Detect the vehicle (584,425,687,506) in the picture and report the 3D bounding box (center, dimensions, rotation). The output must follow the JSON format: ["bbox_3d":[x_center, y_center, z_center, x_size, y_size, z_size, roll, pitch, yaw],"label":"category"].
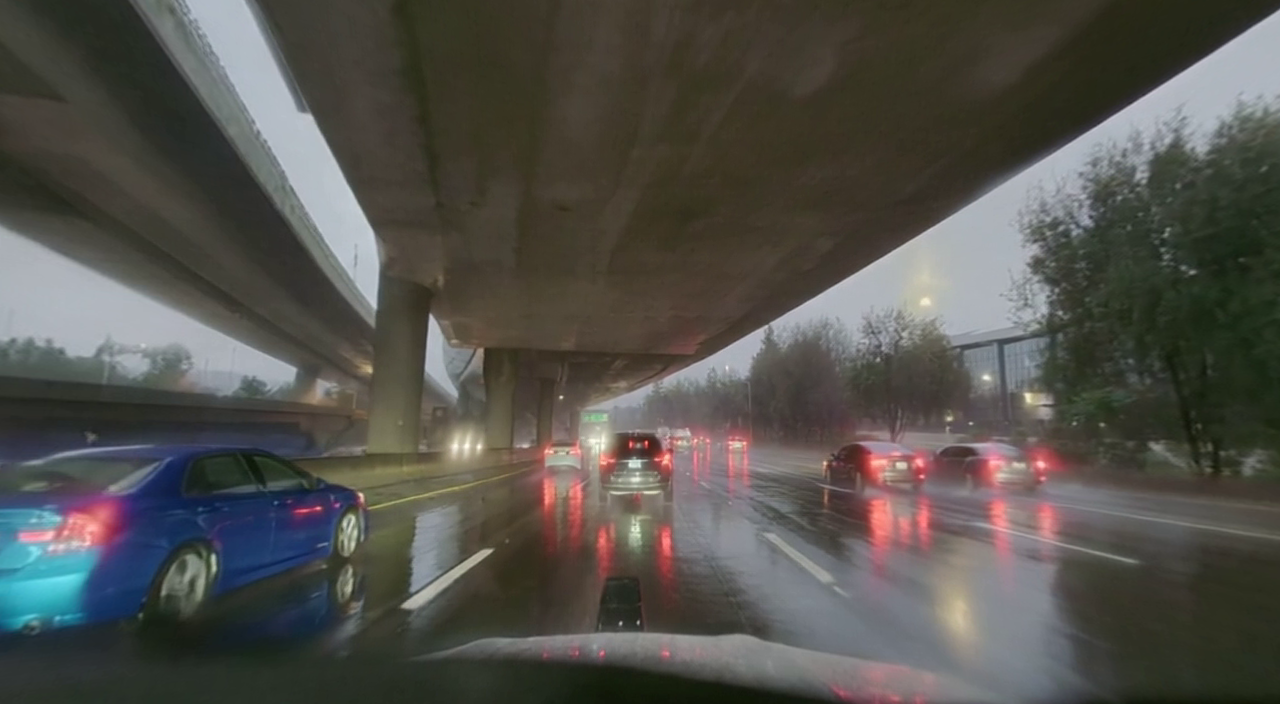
[{"bbox_3d":[-0.070,2.738,15.530,2.181,1.697,4.021,0,-9,1],"label":"vehicle"}]

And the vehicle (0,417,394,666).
[{"bbox_3d":[-4.252,1.469,6.053,1.974,1.478,4.412,0,-9,0],"label":"vehicle"}]

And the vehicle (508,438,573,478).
[{"bbox_3d":[-4.006,4.362,26.145,1.947,1.516,4.295,0,-9,1],"label":"vehicle"}]

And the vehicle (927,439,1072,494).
[{"bbox_3d":[11.146,3.550,19.987,2.008,1.516,4.385,0,-9,0],"label":"vehicle"}]

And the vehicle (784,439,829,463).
[{"bbox_3d":[11.666,6.977,44.436,1.992,1.625,4.359,0,-9,0],"label":"vehicle"}]

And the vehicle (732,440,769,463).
[{"bbox_3d":[7.653,6.924,43.856,1.880,1.526,3.641,0,-9,0],"label":"vehicle"}]

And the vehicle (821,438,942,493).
[{"bbox_3d":[7.488,3.547,20.120,2.049,1.521,4.604,0,-9,0],"label":"vehicle"}]
